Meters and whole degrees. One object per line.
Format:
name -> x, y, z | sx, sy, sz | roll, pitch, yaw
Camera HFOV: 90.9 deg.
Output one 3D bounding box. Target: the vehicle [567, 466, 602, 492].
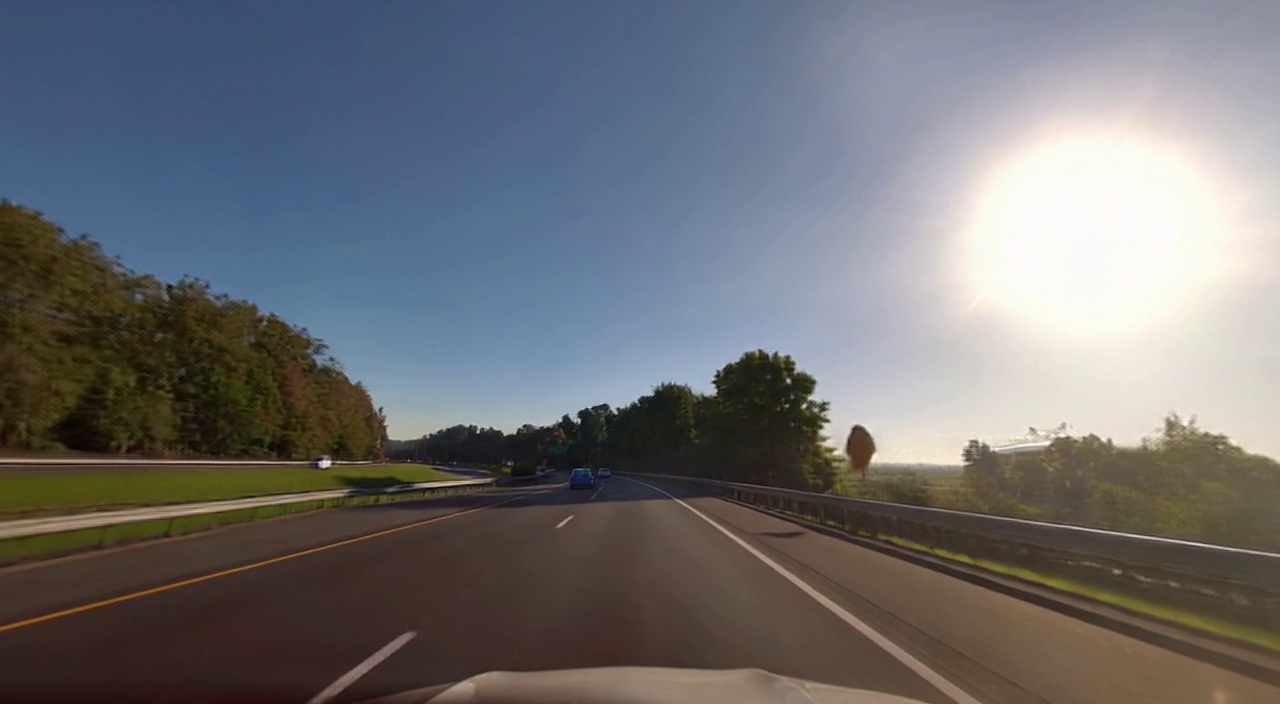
vehicle -> -3.613, 8.374, 41.775 | 1.967, 1.556, 4.364 | 1, -10, -1
